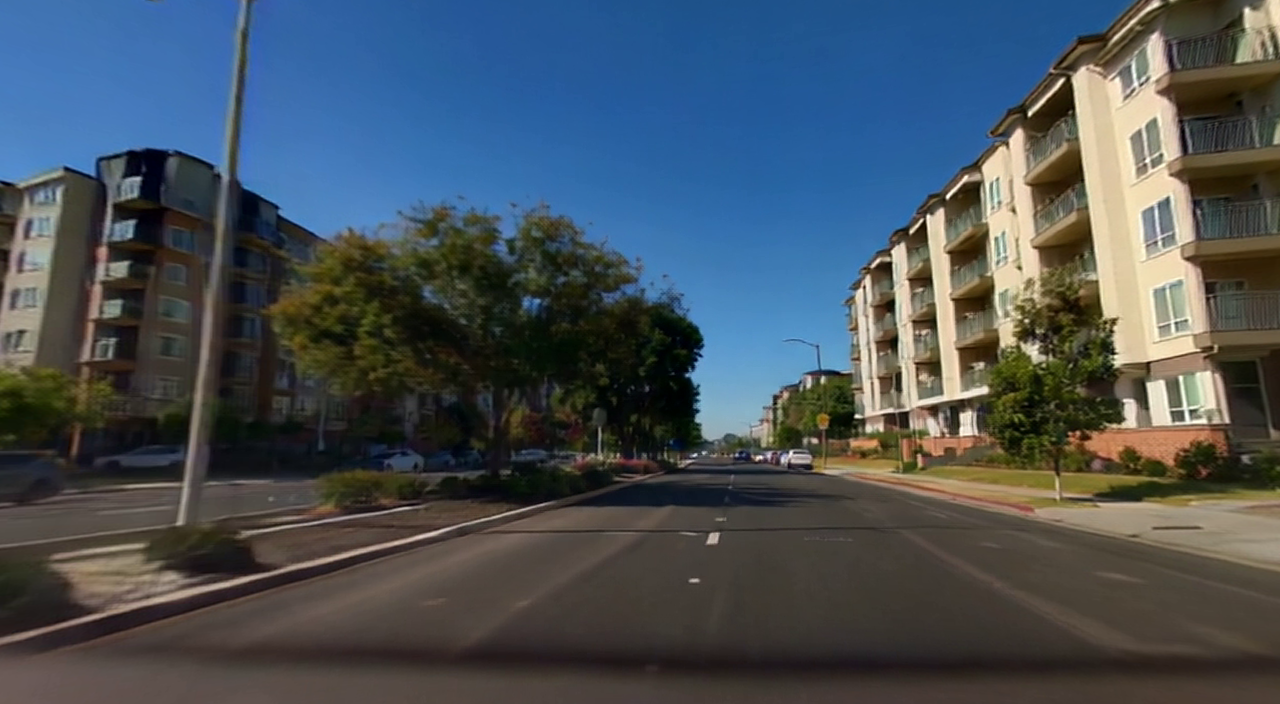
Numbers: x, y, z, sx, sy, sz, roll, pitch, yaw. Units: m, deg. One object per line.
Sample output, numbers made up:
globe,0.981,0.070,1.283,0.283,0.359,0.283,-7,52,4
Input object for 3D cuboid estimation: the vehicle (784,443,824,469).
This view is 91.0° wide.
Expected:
vehicle,12.644,8.064,48.861,2.241,1.877,4.810,-1,-9,6

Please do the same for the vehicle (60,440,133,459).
vehicle,-41.807,7.513,48.416,4.394,1.451,1.861,-2,-9,12

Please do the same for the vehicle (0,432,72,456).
vehicle,-48.085,7.306,49.817,4.744,1.812,2.018,-2,-9,12

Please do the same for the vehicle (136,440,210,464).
vehicle,-34.765,7.451,46.841,4.334,1.686,1.925,-2,-9,13
